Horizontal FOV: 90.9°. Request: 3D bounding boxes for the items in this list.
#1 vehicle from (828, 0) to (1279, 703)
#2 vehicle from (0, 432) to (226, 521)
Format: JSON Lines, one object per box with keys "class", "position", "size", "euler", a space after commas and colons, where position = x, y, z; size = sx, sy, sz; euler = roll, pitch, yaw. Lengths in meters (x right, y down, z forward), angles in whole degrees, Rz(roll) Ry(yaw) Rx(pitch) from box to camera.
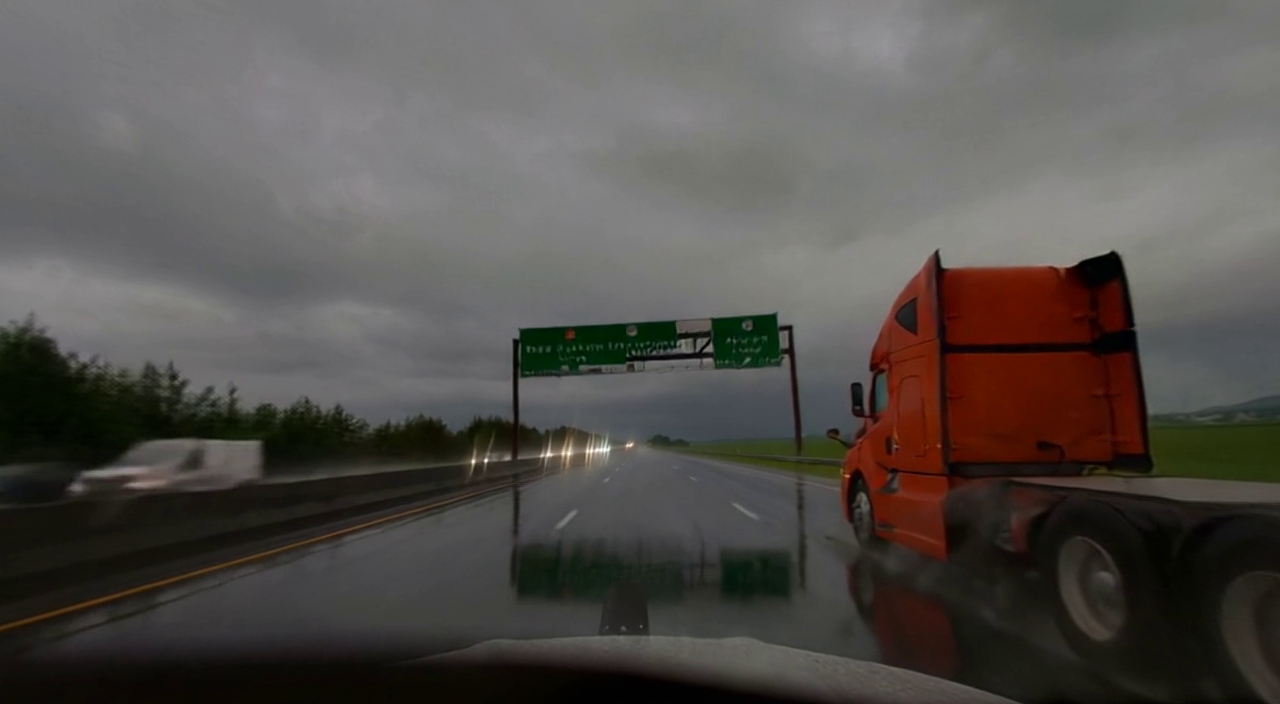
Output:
{"class": "vehicle", "position": [4.019, 0.200, 5.114], "size": [3.051, 3.968, 5.943], "euler": [0, -9, 0]}
{"class": "vehicle", "position": [-11.625, 2.607, 13.729], "size": [1.992, 1.576, 4.708], "euler": [0, -9, 0]}
